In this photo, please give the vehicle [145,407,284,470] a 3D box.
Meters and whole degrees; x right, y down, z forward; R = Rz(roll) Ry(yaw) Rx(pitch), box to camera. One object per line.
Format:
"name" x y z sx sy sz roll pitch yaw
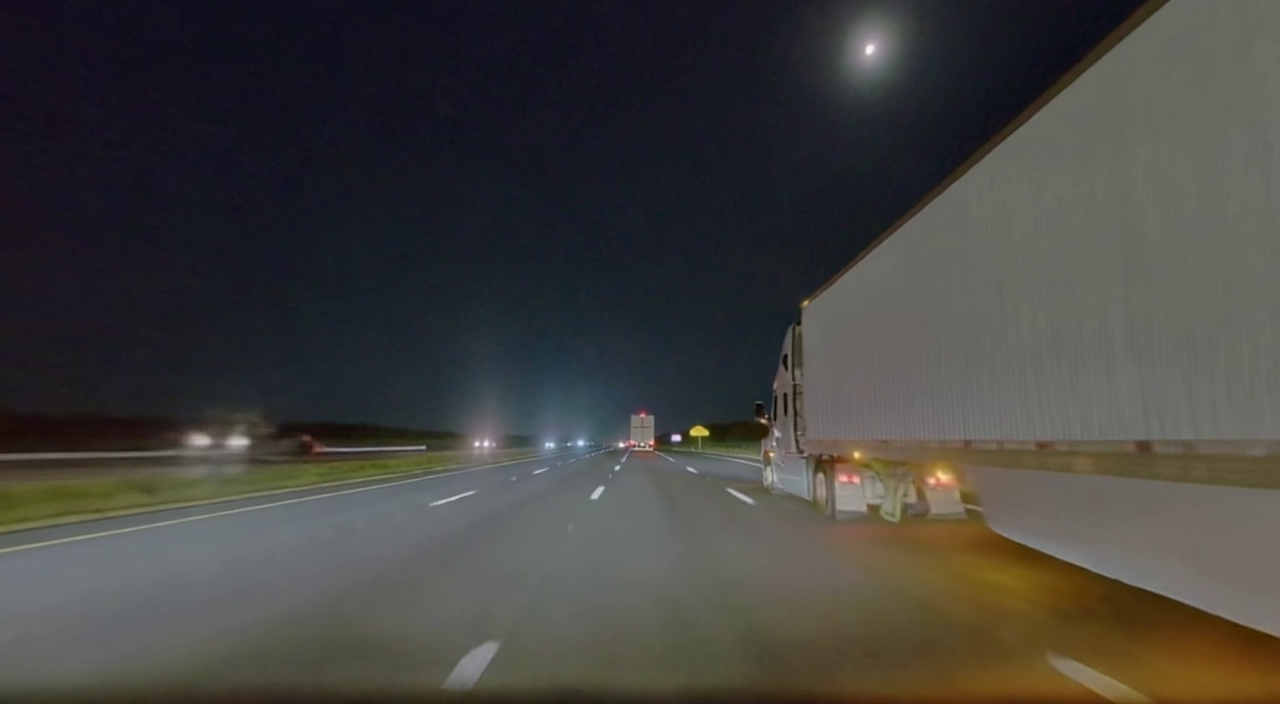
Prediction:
"vehicle" -19.003 3.949 28.572 2.341 2.520 5.576 -1 -8 0
